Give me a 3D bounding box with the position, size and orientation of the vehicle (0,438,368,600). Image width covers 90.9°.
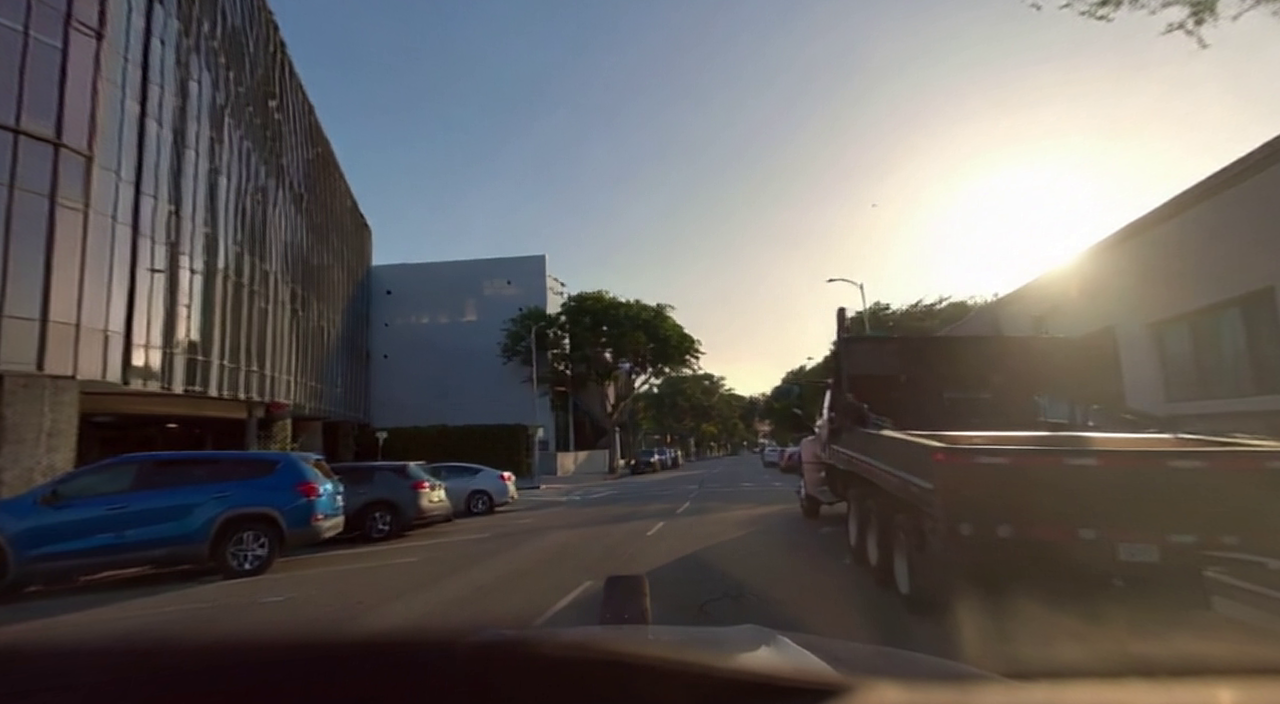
[{"bbox_3d":[-6.912,2.214,9.137,5.022,1.872,2.137,6,-10,-34],"label":"vehicle"}]

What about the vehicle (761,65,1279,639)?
[{"bbox_3d":[3.805,0.740,10.303,3.320,4.034,11.553,-2,-9,11],"label":"vehicle"}]

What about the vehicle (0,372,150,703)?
[{"bbox_3d":[-3.318,0.638,0.192,2.311,1.631,4.510,-1,-8,9],"label":"vehicle"}]

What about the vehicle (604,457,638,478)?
[{"bbox_3d":[-1.410,8.928,48.849,1.798,1.459,4.306,-1,-8,10],"label":"vehicle"}]
